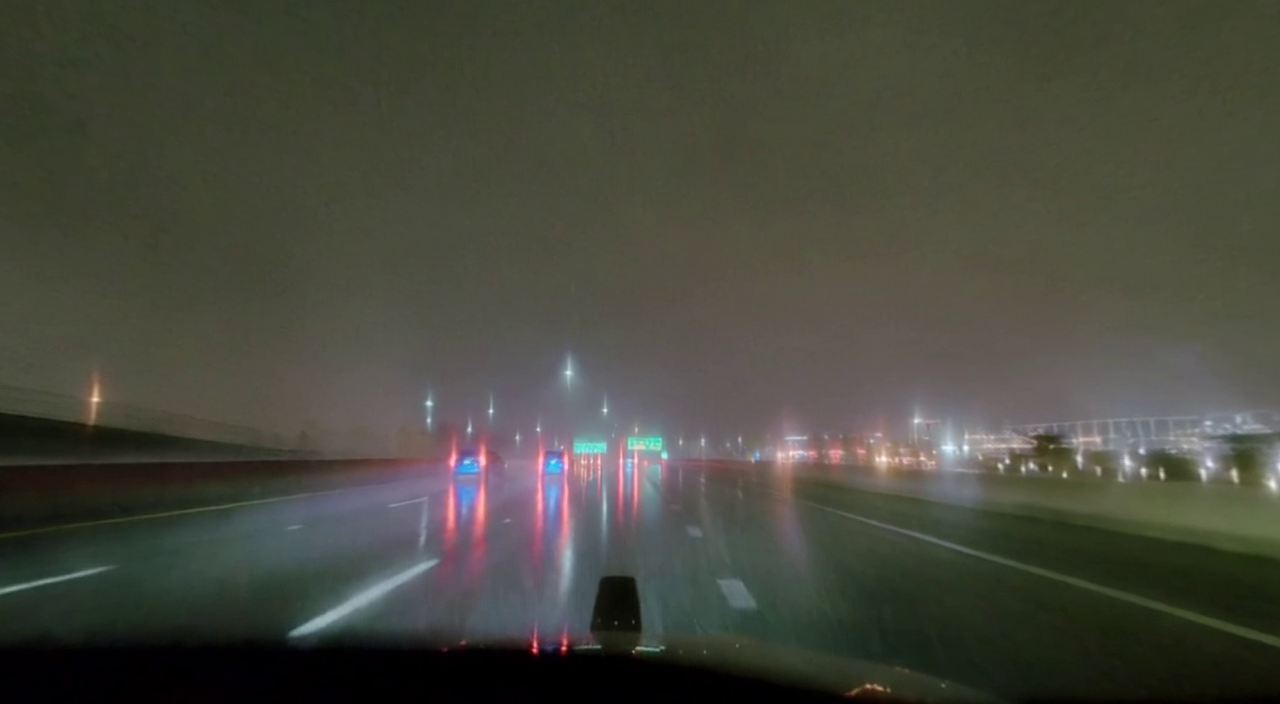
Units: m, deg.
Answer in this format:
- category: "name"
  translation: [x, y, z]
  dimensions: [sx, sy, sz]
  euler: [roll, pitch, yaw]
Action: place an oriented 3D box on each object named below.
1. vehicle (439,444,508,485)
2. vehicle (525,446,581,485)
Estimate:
- category: "vehicle"
  translation: [-7.990, 5.457, 30.886]
  dimensions: [2.040, 1.824, 4.917]
  euler: [0, -9, 0]
- category: "vehicle"
  translation: [-4.099, 5.452, 30.552]
  dimensions: [2.075, 1.702, 4.257]
  euler: [0, -9, 0]
